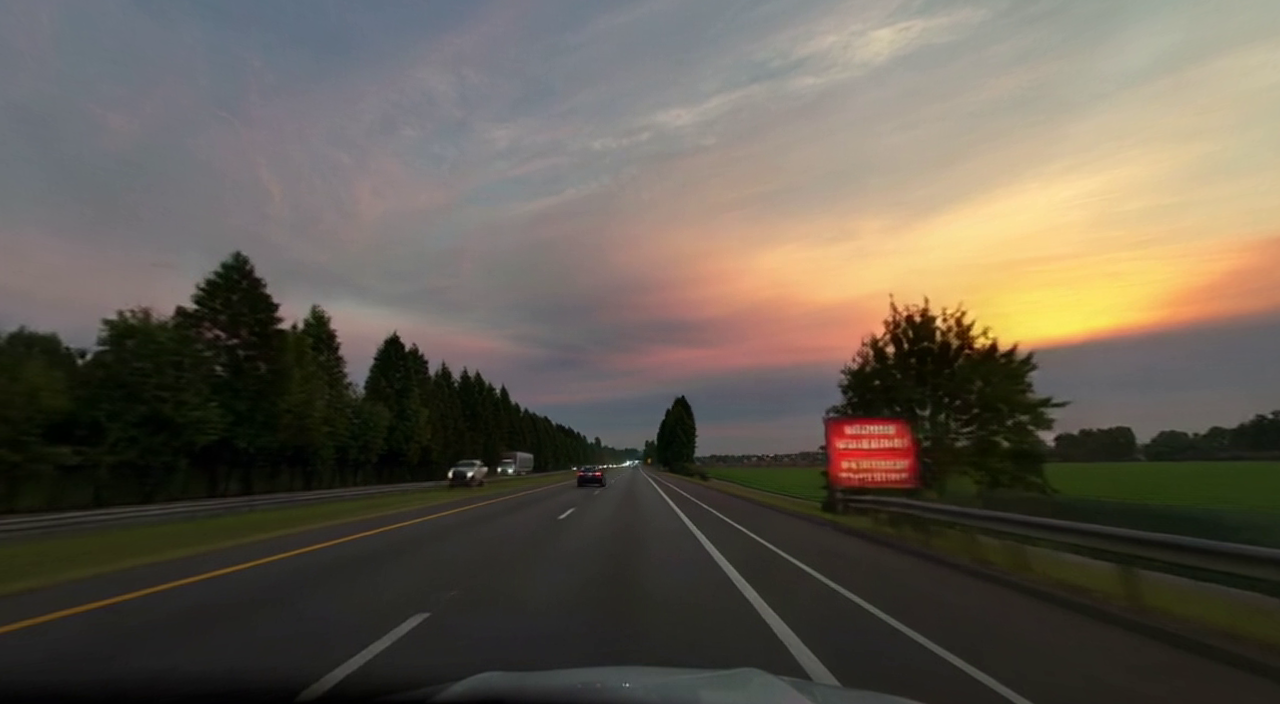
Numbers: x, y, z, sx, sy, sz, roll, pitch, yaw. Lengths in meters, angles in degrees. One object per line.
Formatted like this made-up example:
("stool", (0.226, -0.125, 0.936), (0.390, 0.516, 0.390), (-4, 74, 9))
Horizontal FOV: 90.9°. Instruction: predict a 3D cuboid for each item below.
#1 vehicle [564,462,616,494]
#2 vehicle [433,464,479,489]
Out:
("vehicle", (-2.427, 6.328, 31.754), (2.183, 1.435, 4.653), (0, -10, 1))
("vehicle", (-12.248, 8.338, 42.213), (1.834, 1.541, 3.969), (1, -10, 0))
